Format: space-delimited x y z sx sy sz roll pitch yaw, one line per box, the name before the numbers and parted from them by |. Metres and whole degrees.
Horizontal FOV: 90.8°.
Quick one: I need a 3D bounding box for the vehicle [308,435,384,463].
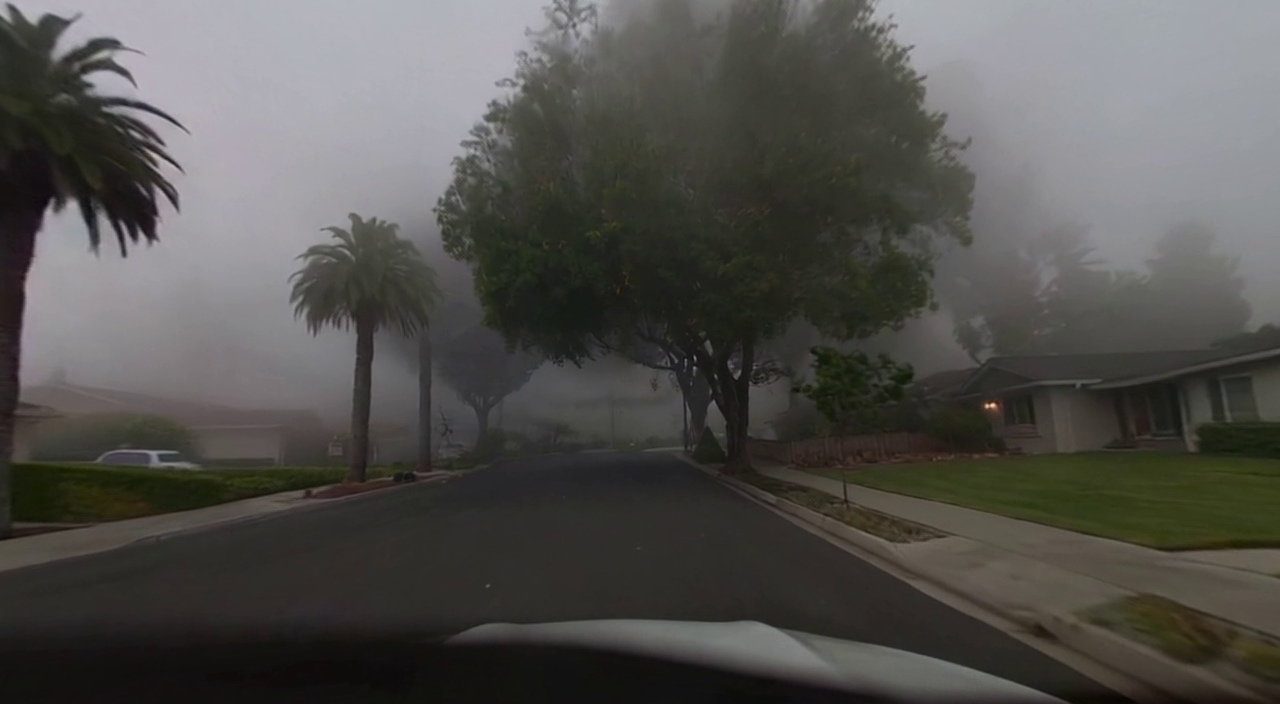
vehicle | -22.838 7.563 49.205 4.745 2.151 2.232 0 -9 0
